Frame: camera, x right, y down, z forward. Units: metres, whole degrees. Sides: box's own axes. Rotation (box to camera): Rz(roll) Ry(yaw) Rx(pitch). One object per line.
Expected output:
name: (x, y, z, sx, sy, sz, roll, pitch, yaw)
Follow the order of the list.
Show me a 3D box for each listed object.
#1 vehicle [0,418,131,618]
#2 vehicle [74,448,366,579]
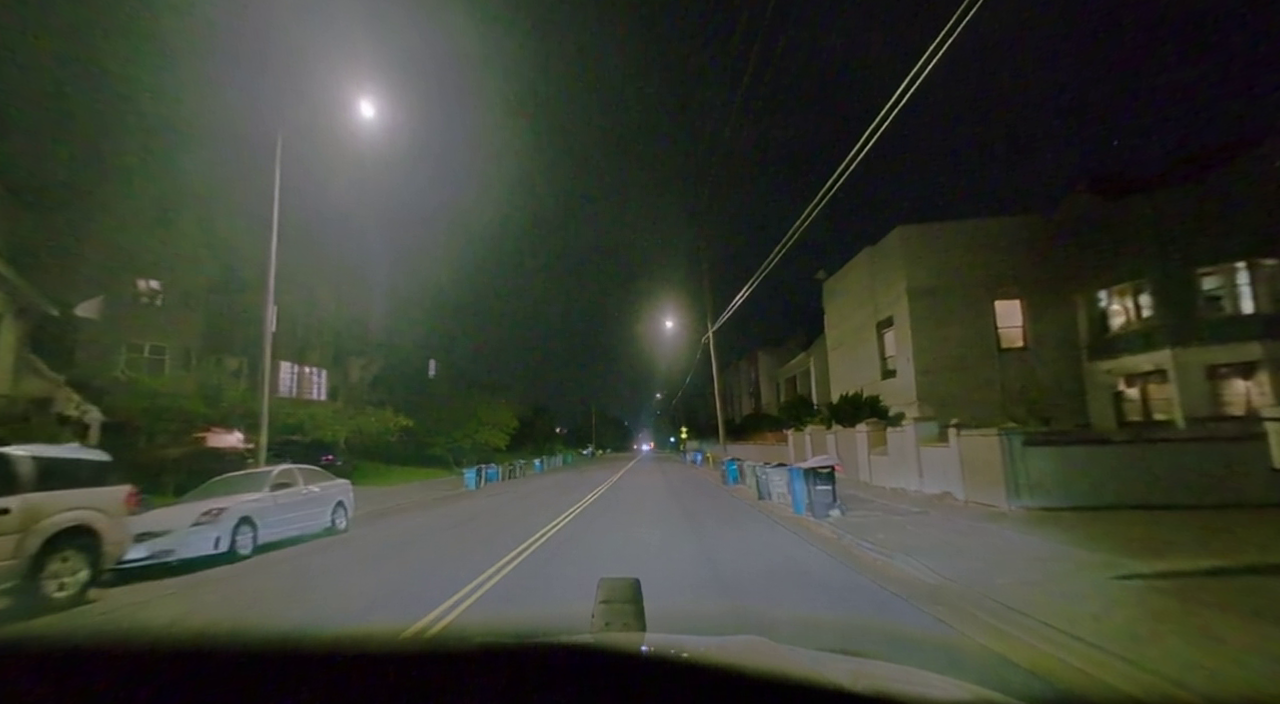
vehicle: (-6.587, 1.438, 4.644, 1.890, 1.723, 4.539, -6, -7, 1)
vehicle: (-6.445, 2.447, 10.431, 1.880, 1.458, 4.292, -4, -7, 1)
